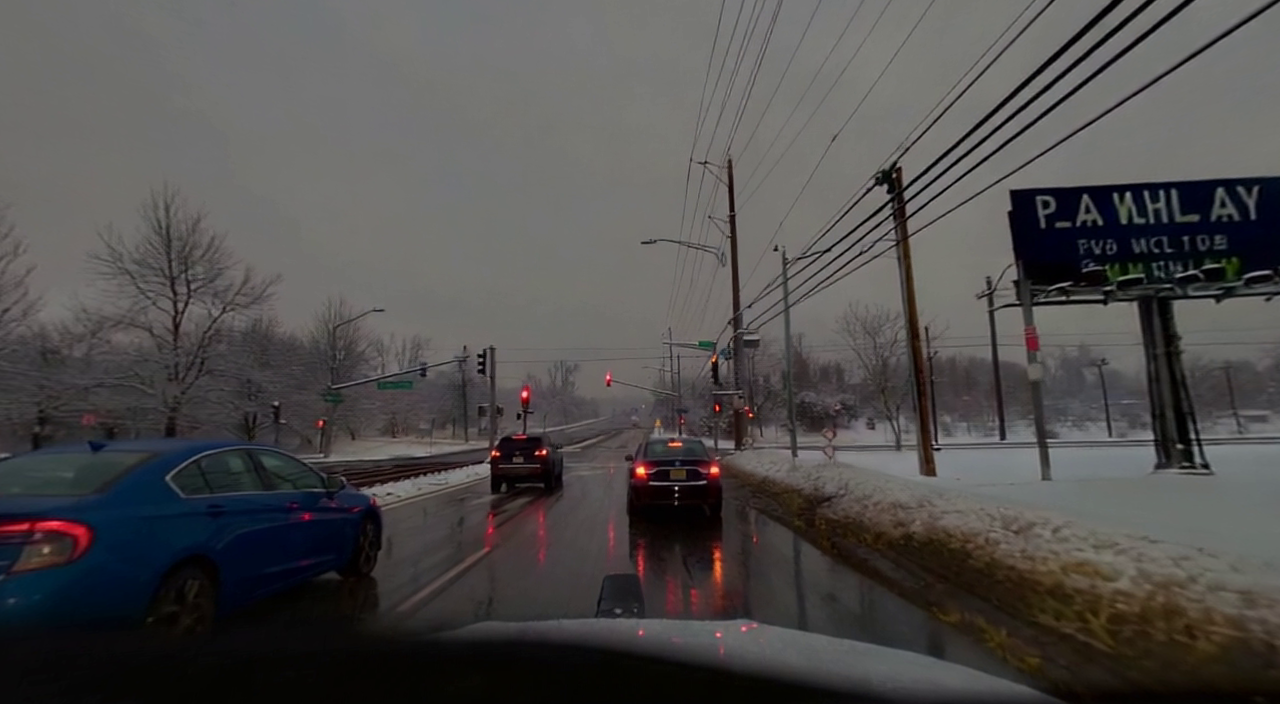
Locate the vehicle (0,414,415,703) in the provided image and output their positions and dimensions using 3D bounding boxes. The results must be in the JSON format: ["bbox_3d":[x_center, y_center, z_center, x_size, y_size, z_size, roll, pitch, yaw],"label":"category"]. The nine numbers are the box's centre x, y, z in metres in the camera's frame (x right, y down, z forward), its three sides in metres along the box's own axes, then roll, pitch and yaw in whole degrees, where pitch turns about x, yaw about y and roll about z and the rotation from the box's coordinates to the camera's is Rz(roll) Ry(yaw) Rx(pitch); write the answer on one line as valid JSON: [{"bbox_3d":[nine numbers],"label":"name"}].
[{"bbox_3d":[-3.591,1.359,5.010,1.956,1.468,4.585,0,-9,0],"label":"vehicle"}]

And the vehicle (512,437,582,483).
[{"bbox_3d":[-3.261,3.894,22.950,1.984,1.505,4.047,0,-9,-1],"label":"vehicle"}]

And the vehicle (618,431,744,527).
[{"bbox_3d":[0.592,2.352,12.195,1.998,1.529,3.960,0,-9,-2],"label":"vehicle"}]
